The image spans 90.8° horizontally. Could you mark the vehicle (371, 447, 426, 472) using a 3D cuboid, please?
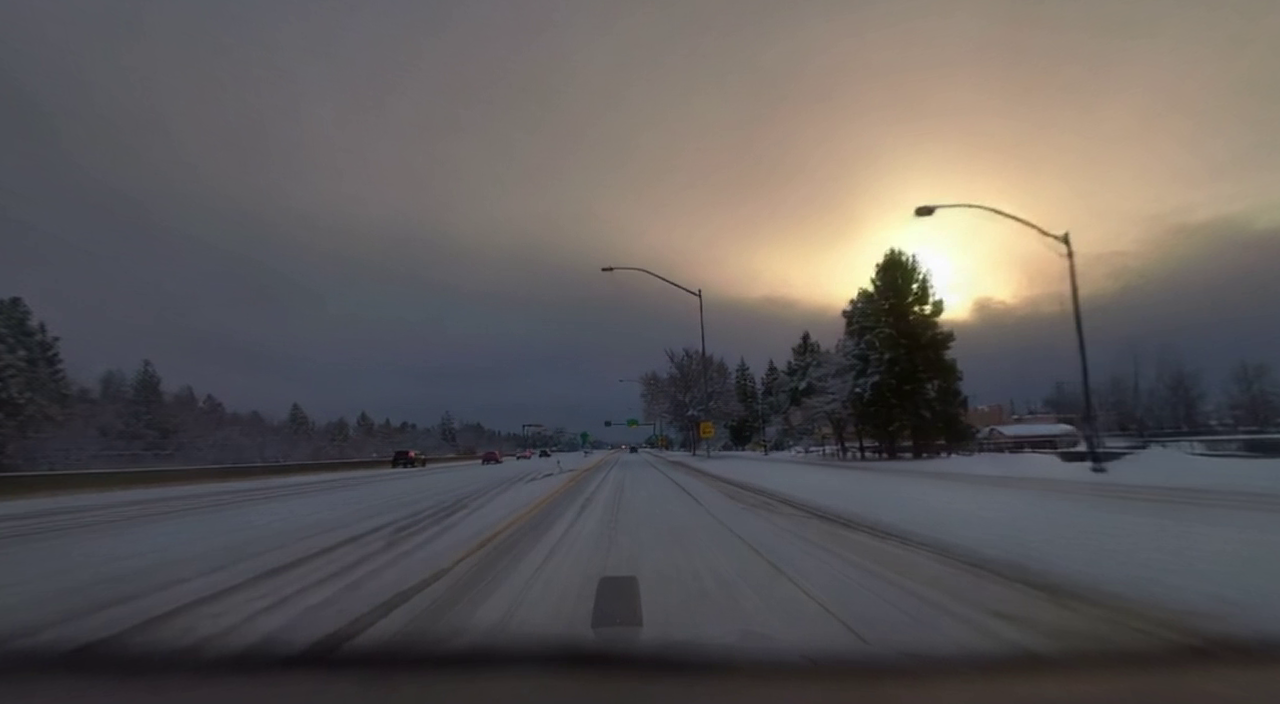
[{"bbox_3d":[-16.862,7.500,44.396,2.126,1.671,5.173,0,-9,-4],"label":"vehicle"}]
